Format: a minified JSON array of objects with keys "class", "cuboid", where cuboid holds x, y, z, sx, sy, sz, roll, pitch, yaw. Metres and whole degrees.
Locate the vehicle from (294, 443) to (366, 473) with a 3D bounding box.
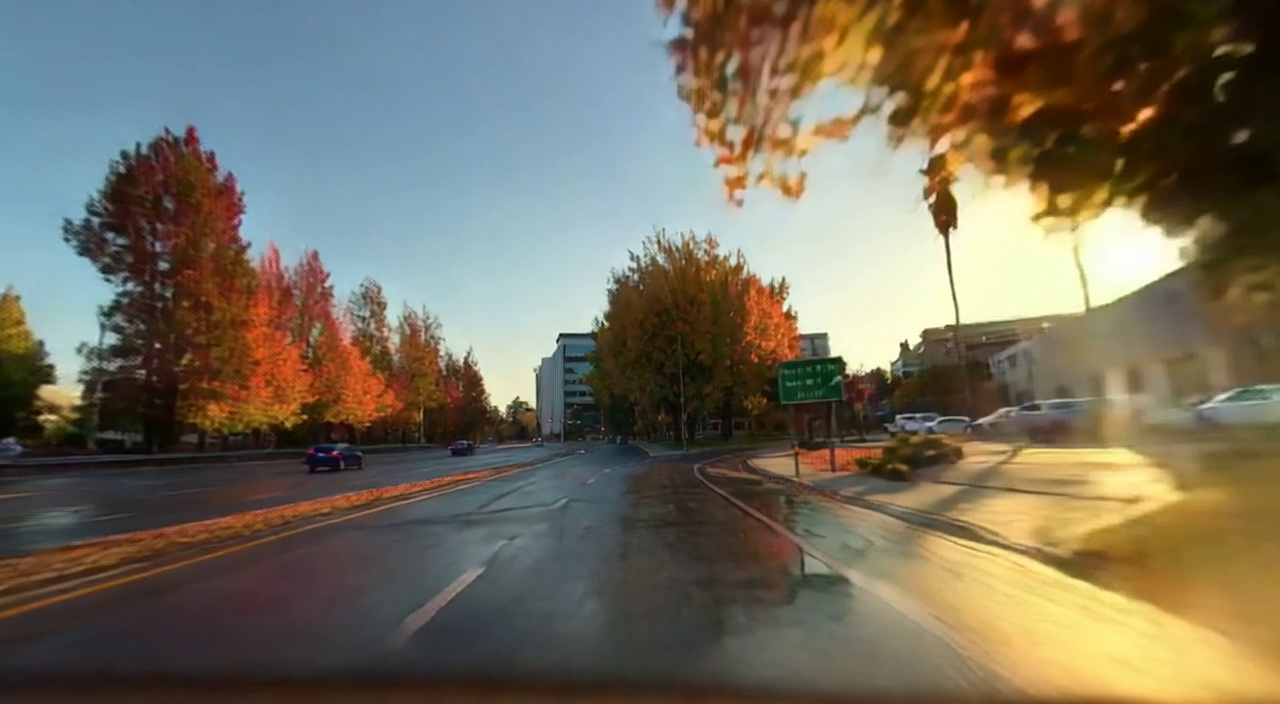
[{"class":"vehicle","cuboid":[-18.997,6.504,38.801,2.086,1.706,4.412,0,-8,1]}]
